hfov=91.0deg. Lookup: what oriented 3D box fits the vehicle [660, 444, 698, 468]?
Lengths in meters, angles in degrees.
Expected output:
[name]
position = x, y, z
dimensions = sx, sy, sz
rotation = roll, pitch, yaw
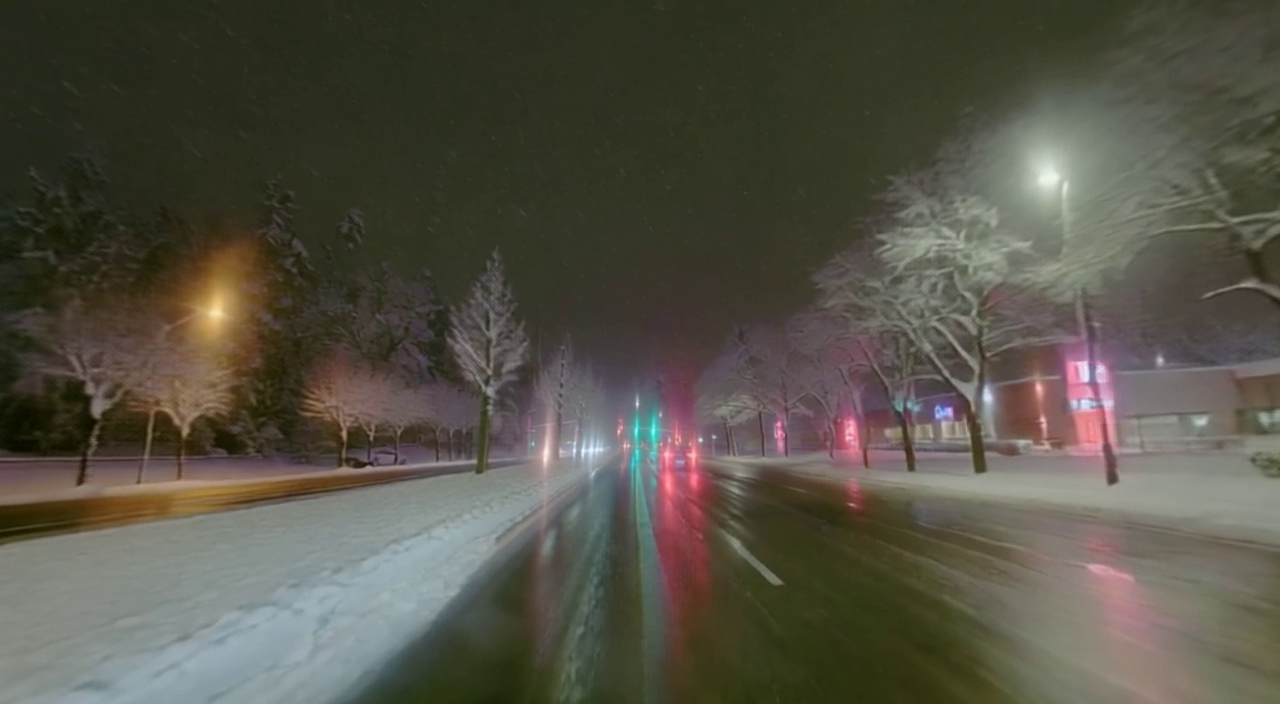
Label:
[vehicle]
position = 2.484, 6.744, 41.048
dimensions = 2.015, 1.479, 4.444
rotation = 0, -9, -2
